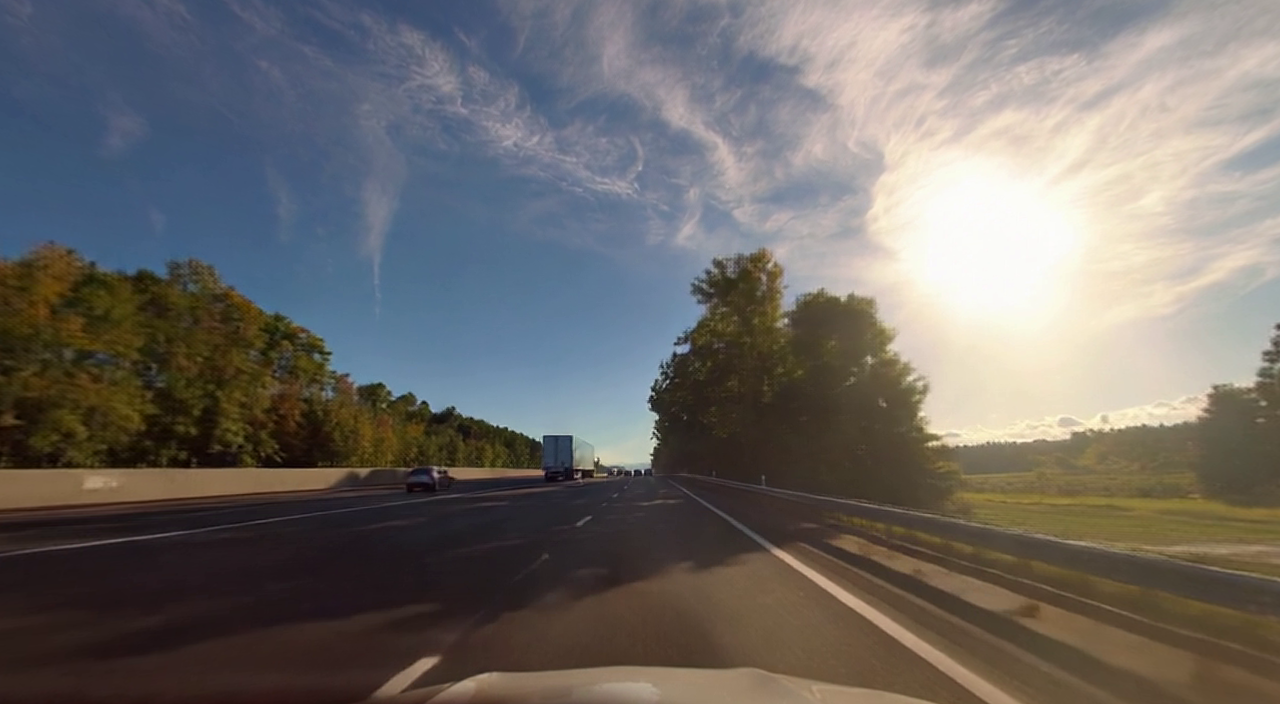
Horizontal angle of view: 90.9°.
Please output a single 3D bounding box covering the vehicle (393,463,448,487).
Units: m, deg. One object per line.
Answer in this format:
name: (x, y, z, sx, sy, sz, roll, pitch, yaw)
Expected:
vehicle: (-13.952, 7.856, 40.317, 1.745, 1.430, 4.252, 0, -10, 4)
